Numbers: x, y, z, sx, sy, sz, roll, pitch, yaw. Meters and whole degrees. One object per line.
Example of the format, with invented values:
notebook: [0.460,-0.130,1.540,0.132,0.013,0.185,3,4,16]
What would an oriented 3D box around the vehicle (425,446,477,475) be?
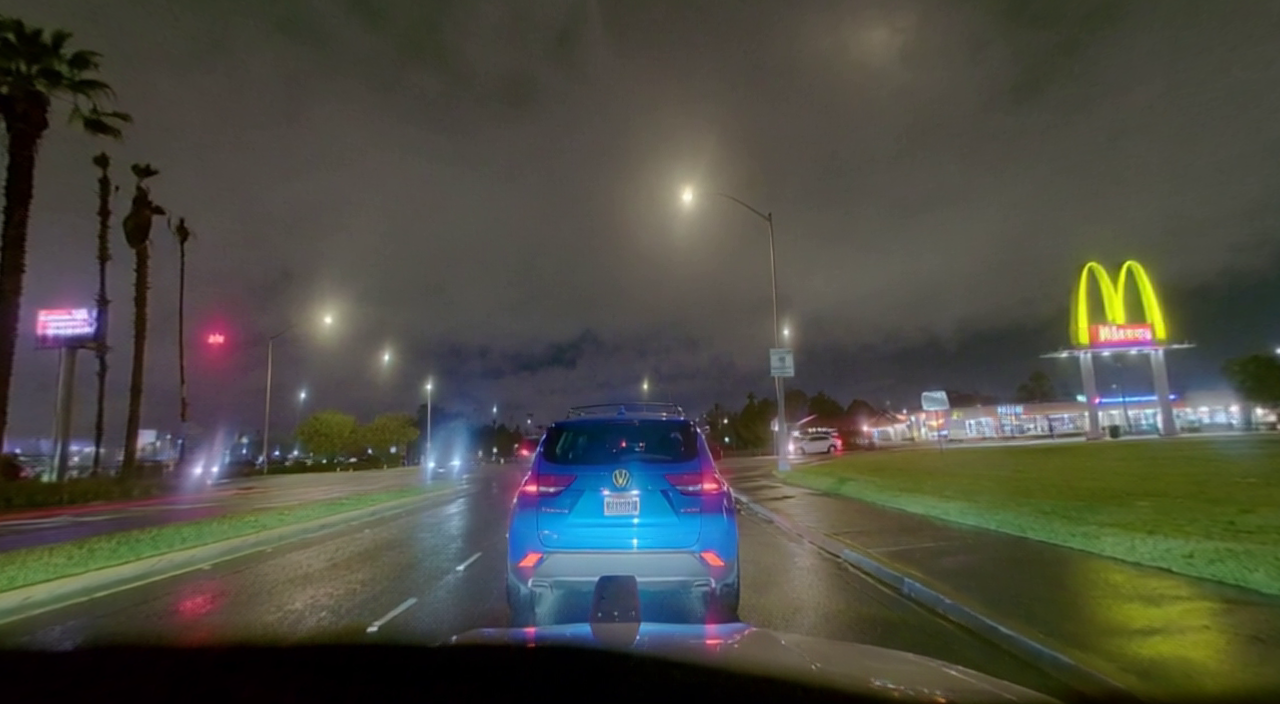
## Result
vehicle: [-12.312,7.075,41.463,1.965,1.718,4.466,0,-9,2]

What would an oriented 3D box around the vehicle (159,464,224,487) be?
vehicle: [-33.302,9.161,47.027,1.792,1.439,3.952,-1,-9,3]

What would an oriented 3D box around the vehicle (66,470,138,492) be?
vehicle: [-39.940,9.564,47.012,1.602,1.400,4.220,0,-9,0]

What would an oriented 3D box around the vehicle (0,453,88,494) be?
vehicle: [-28.072,5.383,28.232,4.584,1.714,2.186,4,-10,-27]

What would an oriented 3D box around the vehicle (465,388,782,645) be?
vehicle: [-0.140,1.407,6.330,2.137,1.728,3.926,0,-9,-1]

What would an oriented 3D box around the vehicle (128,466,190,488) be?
vehicle: [-35.633,9.255,46.888,1.641,1.375,3.640,0,-9,1]
